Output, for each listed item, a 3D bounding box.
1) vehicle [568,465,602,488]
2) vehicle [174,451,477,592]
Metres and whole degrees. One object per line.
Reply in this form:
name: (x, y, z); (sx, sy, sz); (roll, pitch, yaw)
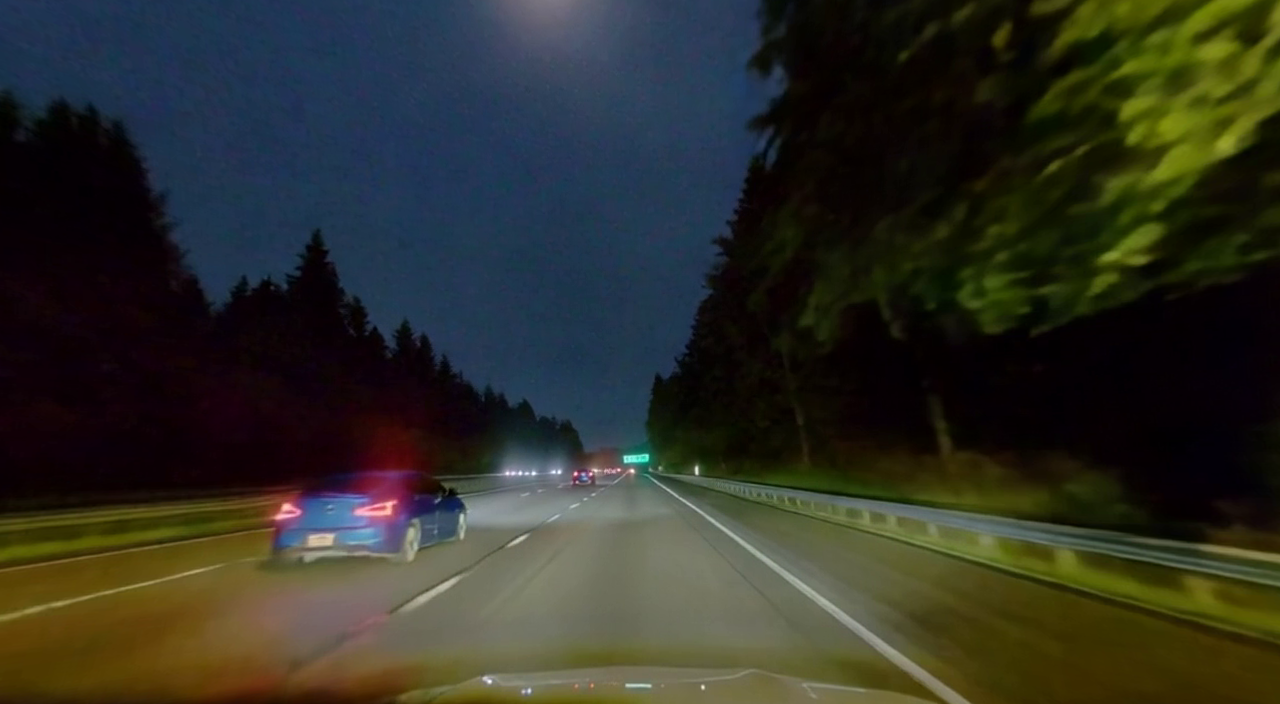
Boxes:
vehicle: (-3.729, 8.577, 43.498); (1.954, 1.509, 4.094); (1, -10, 0)
vehicle: (-4.001, 2.251, 9.114); (1.995, 1.467, 4.467); (0, -10, 1)
